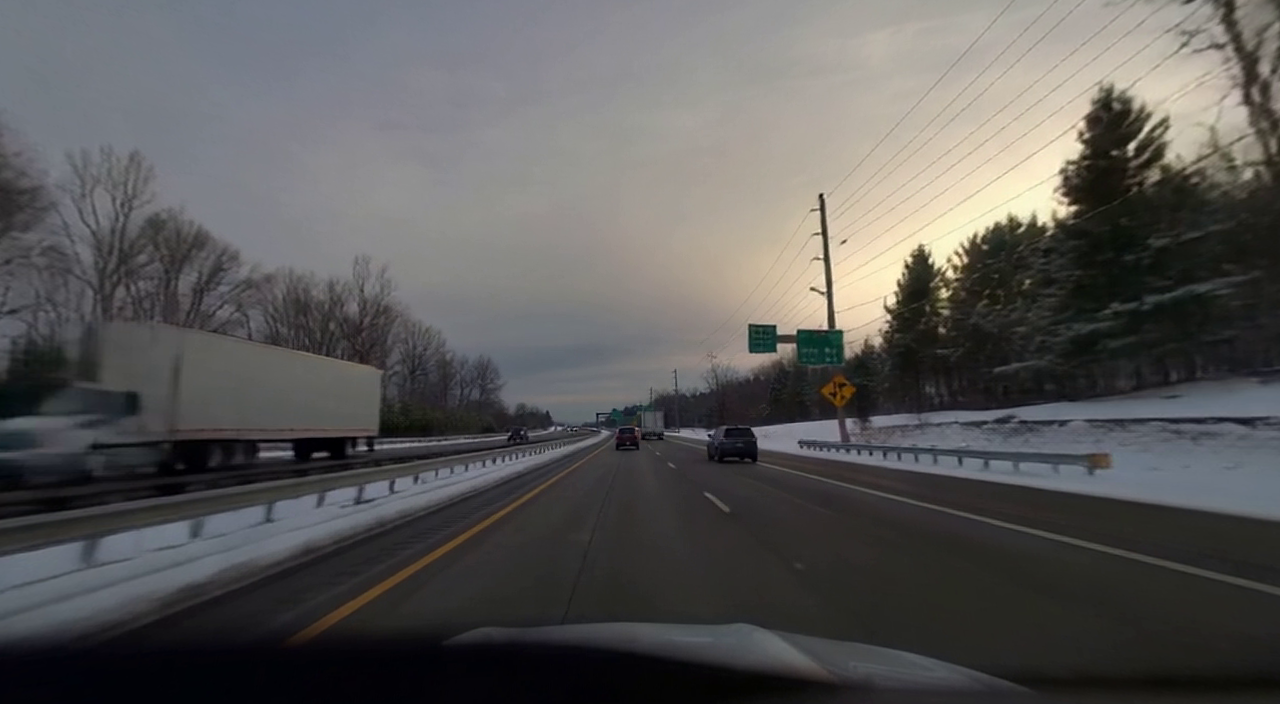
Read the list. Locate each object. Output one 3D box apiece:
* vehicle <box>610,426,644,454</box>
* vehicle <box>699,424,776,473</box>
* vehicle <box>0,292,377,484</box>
[{"bbox_3d":[-0.824,5.502,39.304,2.019,1.642,3.790,0,-8,-1],"label":"vehicle"},{"bbox_3d":[3.417,3.457,22.777,2.062,1.581,3.914,0,-8,-1],"label":"vehicle"},{"bbox_3d":[-12.782,1.660,20.227,2.921,4.095,13.845,0,-8,-1],"label":"vehicle"}]
